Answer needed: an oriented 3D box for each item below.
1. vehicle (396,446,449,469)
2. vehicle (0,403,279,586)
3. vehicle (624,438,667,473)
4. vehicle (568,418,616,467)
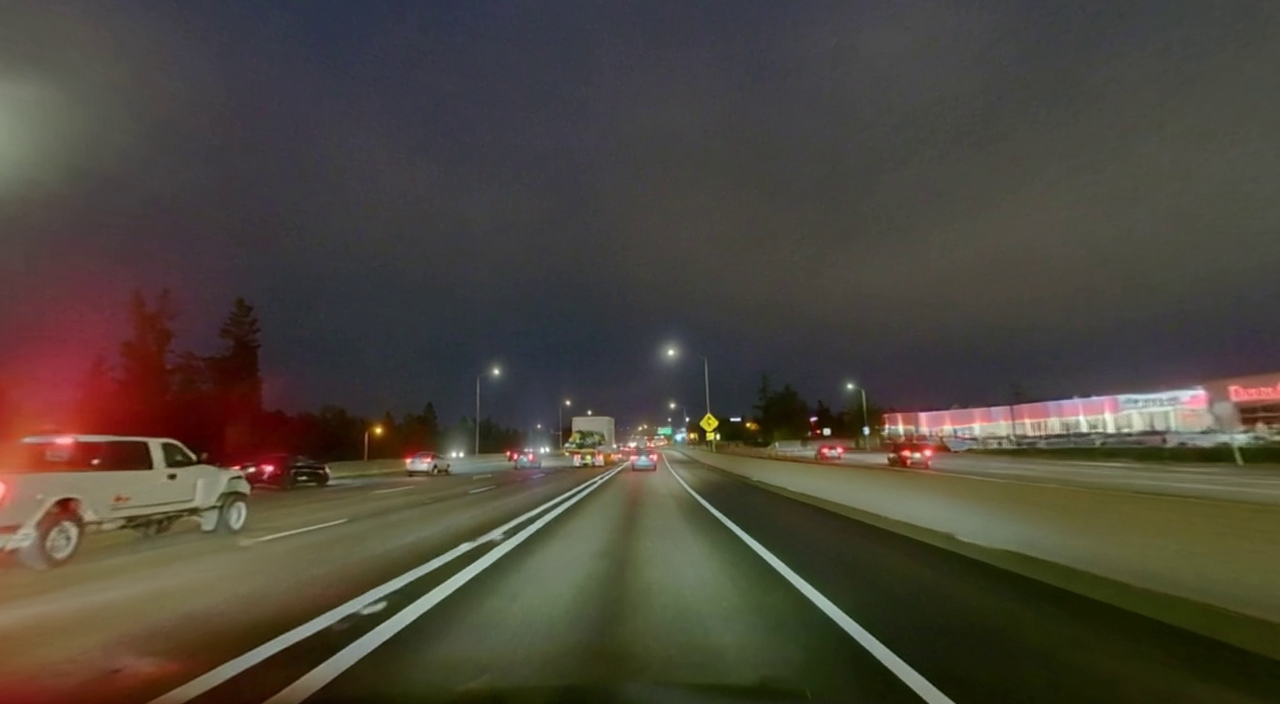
[{"bbox_3d":[-16.645,8.076,48.518,2.076,1.709,4.893,-1,-8,3],"label":"vehicle"},{"bbox_3d":[-7.739,1.843,8.960,2.165,1.903,4.917,0,-8,2],"label":"vehicle"},{"bbox_3d":[0.290,5.786,35.401,2.227,1.794,4.646,0,-8,0],"label":"vehicle"},{"bbox_3d":[-3.511,6.976,48.765,2.796,3.426,8.553,0,-8,2],"label":"vehicle"}]
